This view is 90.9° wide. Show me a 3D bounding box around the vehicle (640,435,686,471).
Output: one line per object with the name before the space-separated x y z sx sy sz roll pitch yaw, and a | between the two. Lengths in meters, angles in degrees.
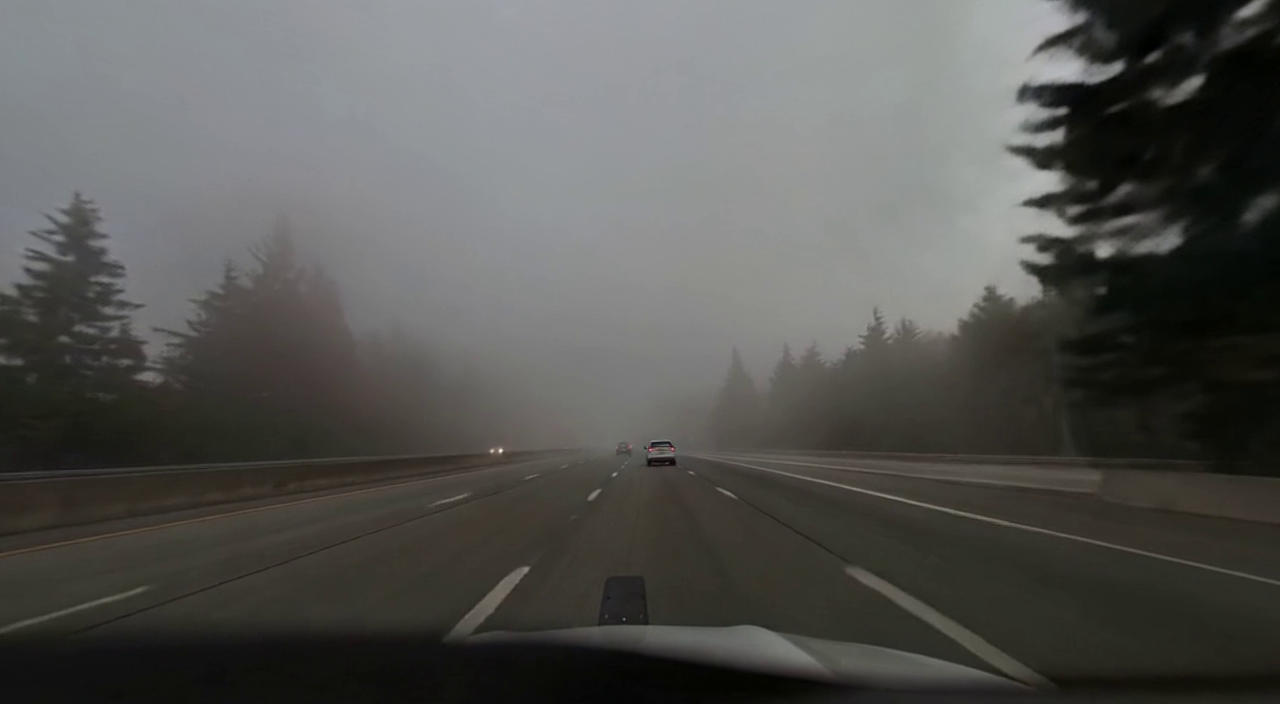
vehicle | 1.160 5.364 33.636 2.260 1.766 4.348 0 -8 0
